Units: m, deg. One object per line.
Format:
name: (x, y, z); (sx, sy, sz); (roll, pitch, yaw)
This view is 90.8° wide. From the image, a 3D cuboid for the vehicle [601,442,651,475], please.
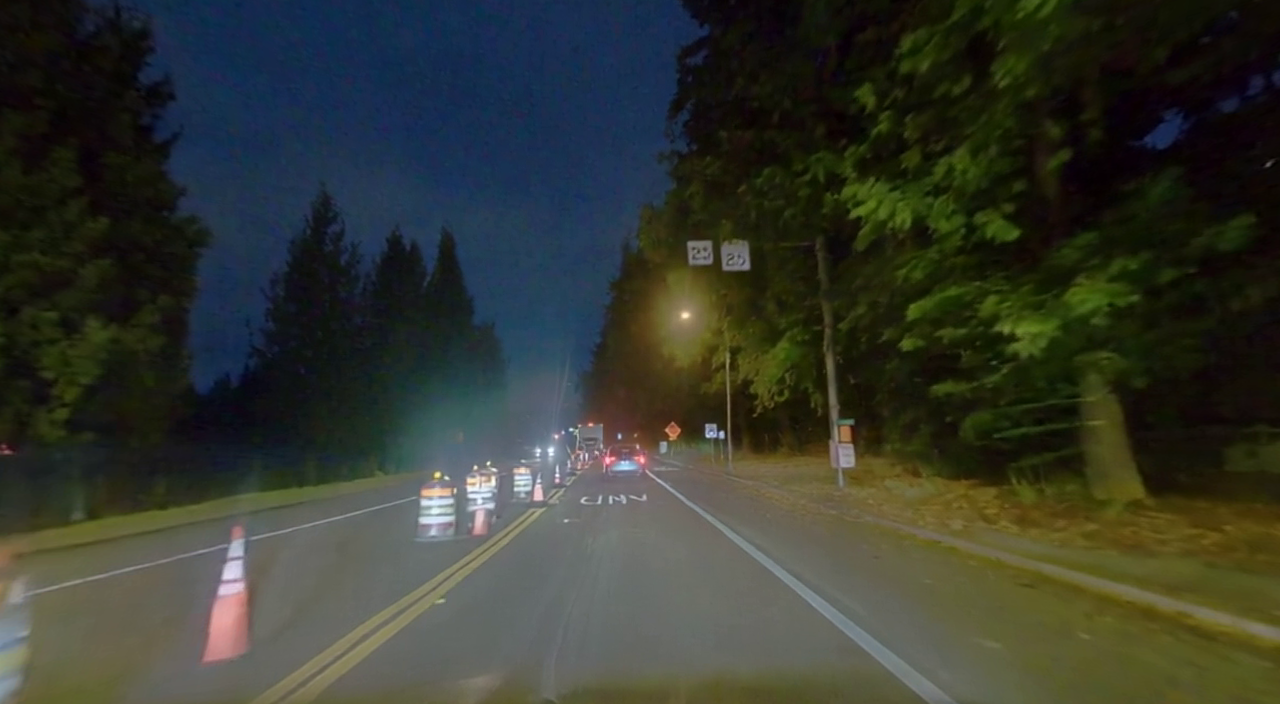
vehicle: (-0.683, 5.104, 30.373); (2.186, 1.463, 4.356); (0, -9, -2)
